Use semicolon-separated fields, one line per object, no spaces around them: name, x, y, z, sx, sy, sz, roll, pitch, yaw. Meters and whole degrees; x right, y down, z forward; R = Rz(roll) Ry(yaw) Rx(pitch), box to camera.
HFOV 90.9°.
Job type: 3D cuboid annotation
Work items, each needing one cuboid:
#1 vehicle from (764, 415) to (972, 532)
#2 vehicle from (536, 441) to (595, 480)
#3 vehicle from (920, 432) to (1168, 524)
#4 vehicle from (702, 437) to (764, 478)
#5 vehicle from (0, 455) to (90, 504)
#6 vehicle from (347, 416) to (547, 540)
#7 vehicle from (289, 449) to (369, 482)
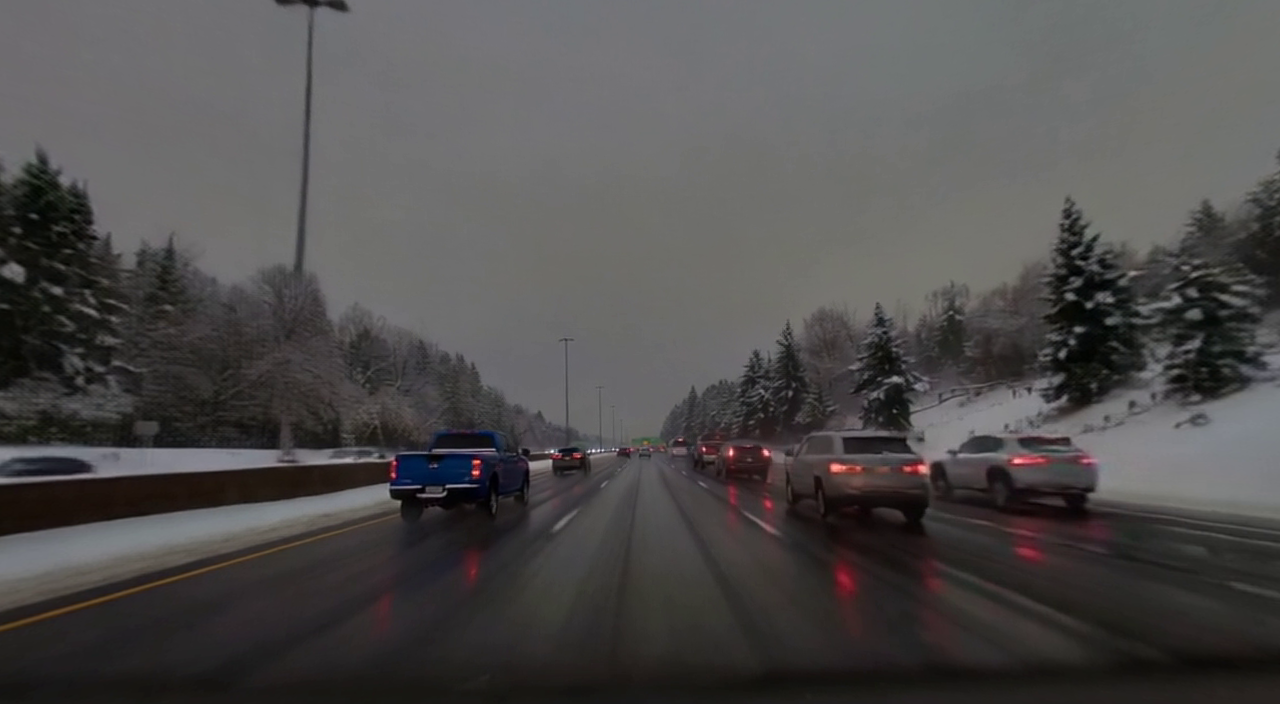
vehicle;3.976;2.217;12.122;2.144;1.752;4.765;0;-8;-1
vehicle;-3.263;4.872;28.614;1.974;1.589;5.047;-1;-8;1
vehicle;7.599;2.392;12.594;1.904;1.473;4.598;0;-8;0
vehicle;4.118;4.739;28.627;2.023;1.670;4.869;0;-8;-1
vehicle;-23.649;4.747;23.593;1.957;1.682;4.535;-1;-8;1
vehicle;-3.160;2.179;11.588;2.139;1.764;4.707;-1;-8;1
vehicle;-15.829;5.762;32.366;1.801;1.551;4.440;-1;-8;1
